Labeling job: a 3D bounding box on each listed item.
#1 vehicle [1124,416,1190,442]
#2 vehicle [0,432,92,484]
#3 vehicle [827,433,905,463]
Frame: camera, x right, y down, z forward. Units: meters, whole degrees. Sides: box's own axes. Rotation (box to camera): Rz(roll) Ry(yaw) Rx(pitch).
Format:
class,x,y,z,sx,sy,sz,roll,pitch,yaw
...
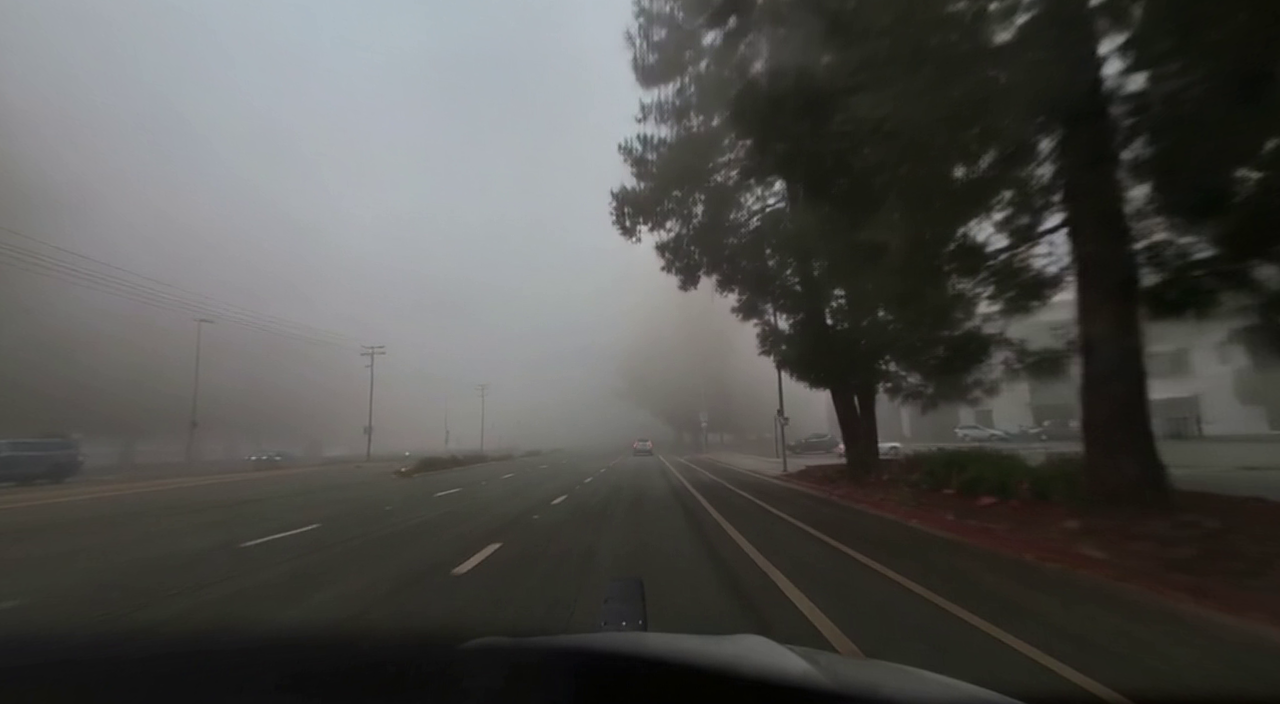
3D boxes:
class,x,y,z,sx,sy,sz,roll,pitch,yaw
vehicle,38.069,5.715,46.372,4.699,1.764,2.200,5,-10,-32
vehicle,-32.262,5.366,32.180,2.514,2.485,6.584,0,-8,1
vehicle,14.839,6.320,41.549,4.388,1.446,1.808,-6,-7,1
